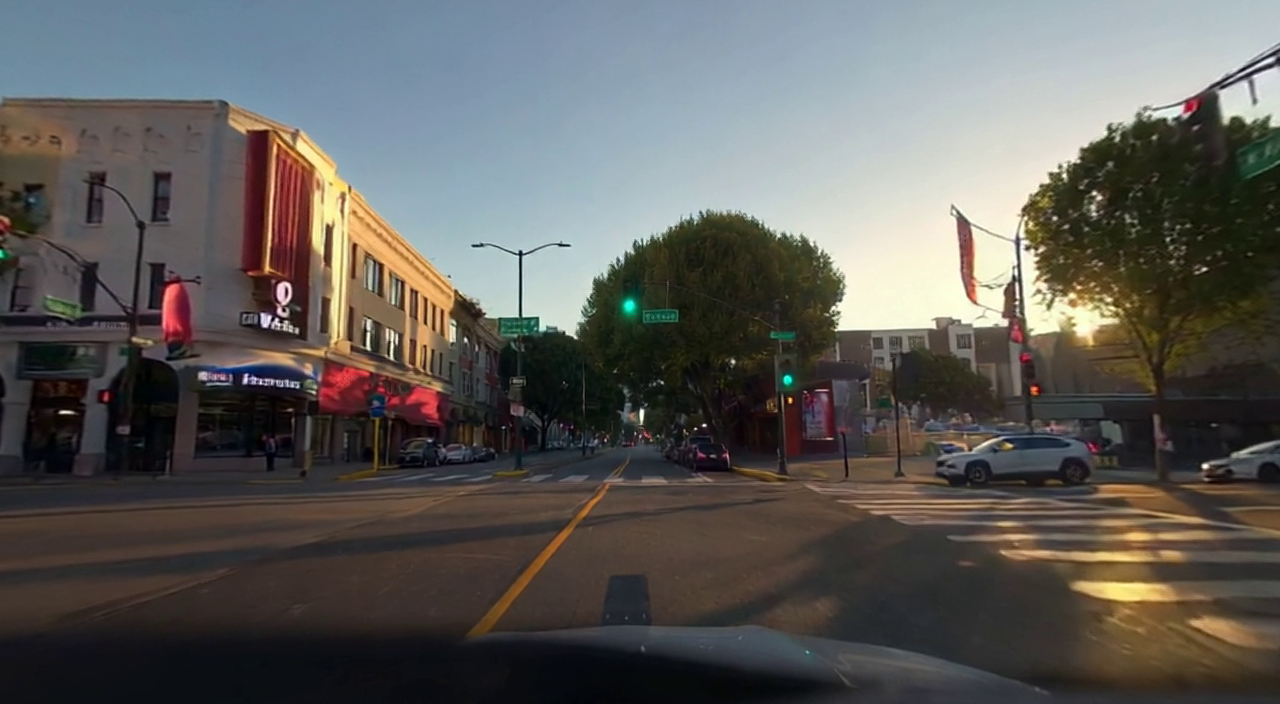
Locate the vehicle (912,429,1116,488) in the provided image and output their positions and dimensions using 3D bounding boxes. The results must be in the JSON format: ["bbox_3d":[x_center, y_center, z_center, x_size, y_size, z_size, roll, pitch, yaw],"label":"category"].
[{"bbox_3d":[10.201,2.907,17.476,4.330,1.517,2.045,0,-7,0],"label":"vehicle"}]

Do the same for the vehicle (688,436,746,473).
[{"bbox_3d":[3.426,4.636,28.926,2.120,1.560,4.402,0,-7,0],"label":"vehicle"}]

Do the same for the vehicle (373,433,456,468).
[{"bbox_3d":[-12.454,5.388,34.756,4.447,1.790,2.206,-6,-9,38],"label":"vehicle"}]
